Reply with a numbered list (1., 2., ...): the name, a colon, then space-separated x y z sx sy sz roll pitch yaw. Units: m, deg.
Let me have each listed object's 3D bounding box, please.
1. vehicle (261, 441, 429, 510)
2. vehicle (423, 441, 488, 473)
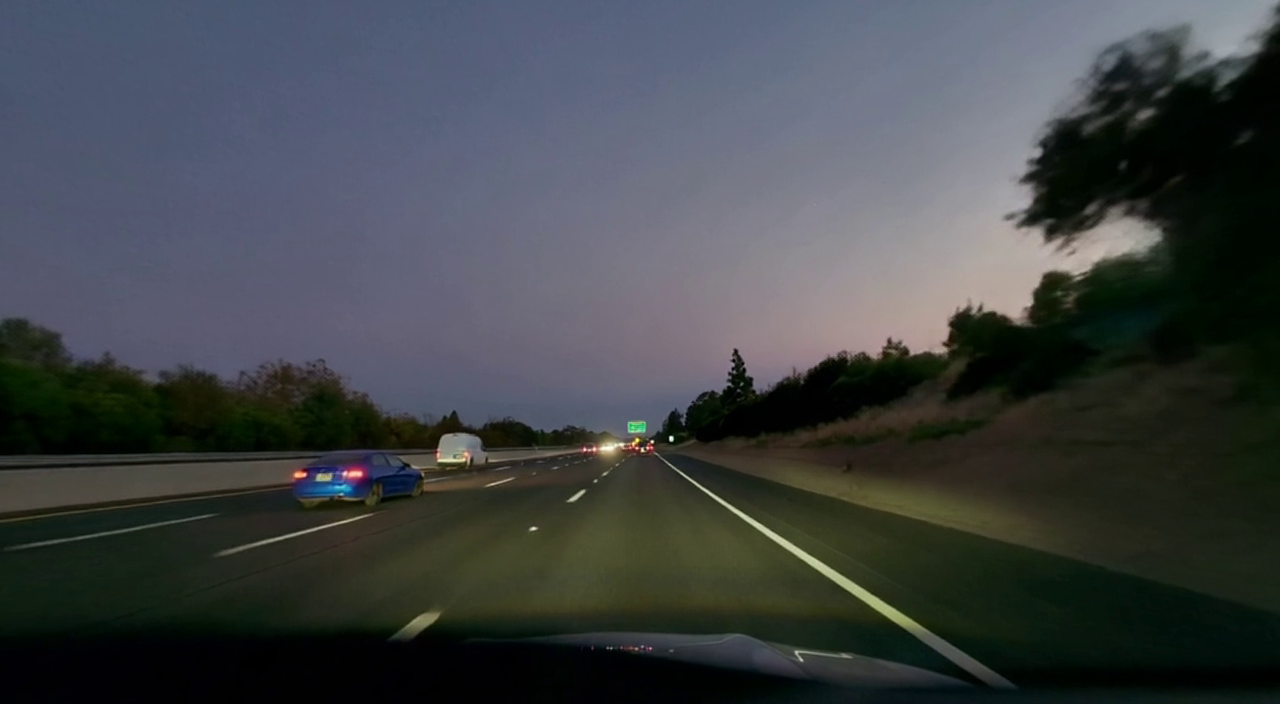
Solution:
1. vehicle: -7.270 3.048 16.224 1.981 1.486 4.735 0 -8 1
2. vehicle: -10.942 6.244 37.788 2.249 1.735 5.018 -1 -8 2
